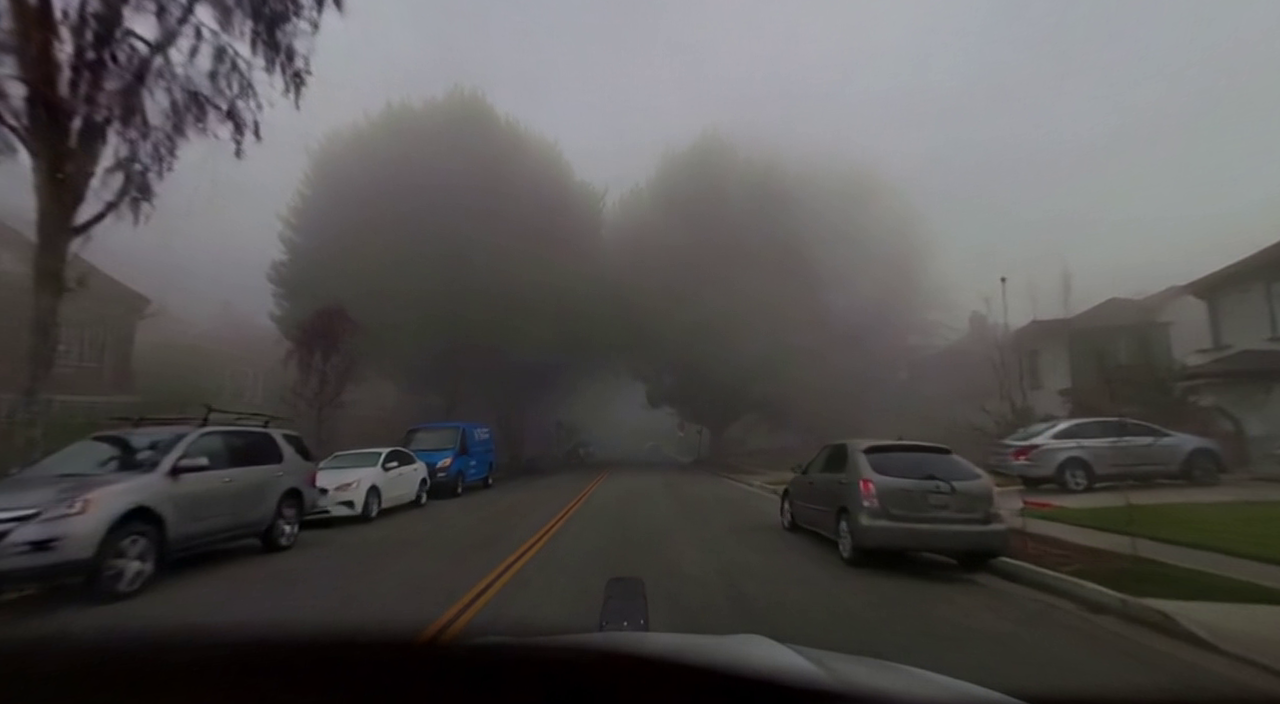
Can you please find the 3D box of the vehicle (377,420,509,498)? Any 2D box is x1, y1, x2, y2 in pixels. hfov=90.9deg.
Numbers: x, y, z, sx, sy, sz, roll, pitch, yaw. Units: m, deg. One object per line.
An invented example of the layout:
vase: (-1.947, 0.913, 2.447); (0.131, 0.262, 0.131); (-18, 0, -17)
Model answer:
vehicle: (-5.705, 3.174, 19.197); (2.315, 2.008, 5.343); (0, -8, 0)

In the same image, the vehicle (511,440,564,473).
vehicle: (-5.235, 5.382, 32.683); (2.038, 1.571, 4.524); (0, -8, -1)

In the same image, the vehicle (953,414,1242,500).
vehicle: (9.201, 2.127, 12.989); (4.365, 1.597, 2.112); (1, -8, -4)

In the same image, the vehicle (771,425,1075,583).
vehicle: (3.223, 1.790, 8.435); (1.945, 1.514, 4.552); (0, -8, 0)

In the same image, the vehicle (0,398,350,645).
vehicle: (-5.460, 1.596, 7.122); (2.090, 1.855, 4.494); (0, -8, 2)
